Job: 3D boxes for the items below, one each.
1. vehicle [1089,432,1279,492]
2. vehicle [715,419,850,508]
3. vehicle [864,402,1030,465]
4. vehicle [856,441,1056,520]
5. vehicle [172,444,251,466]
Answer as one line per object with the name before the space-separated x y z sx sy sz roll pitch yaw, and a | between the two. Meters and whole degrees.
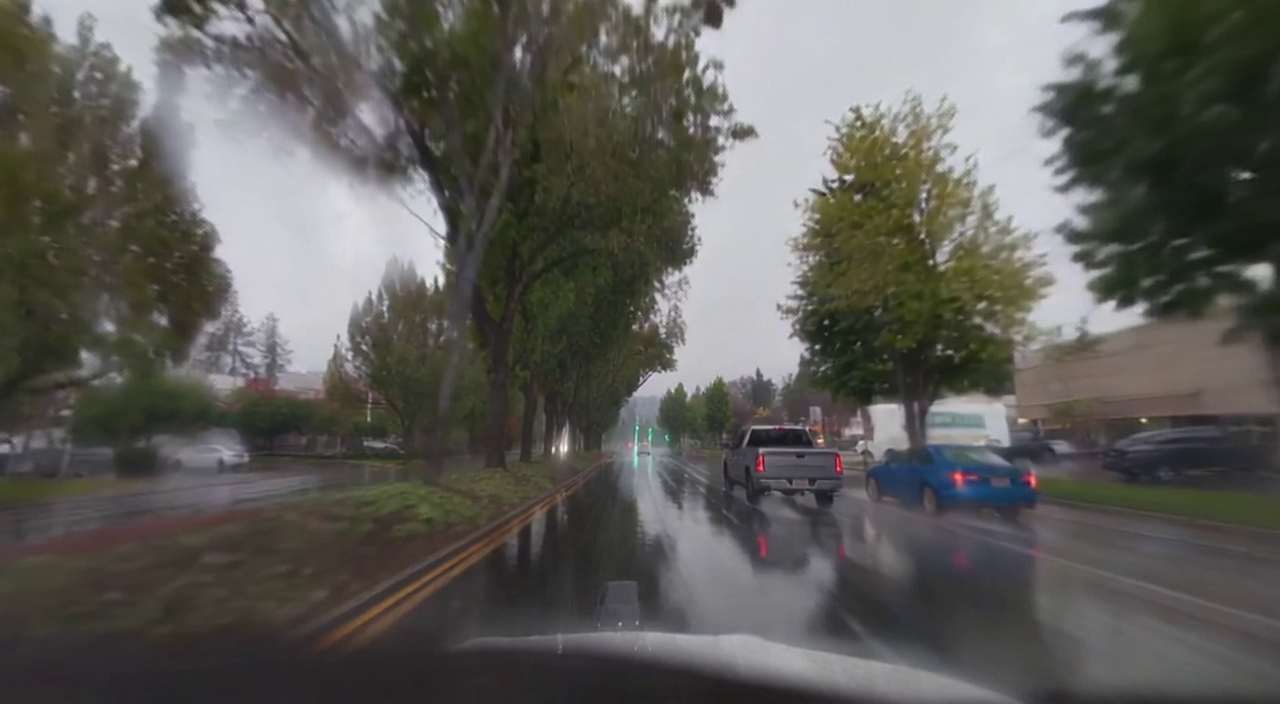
vehicle | 17.759 3.500 20.508 4.747 1.761 2.043 -3 -9 22
vehicle | 3.288 2.706 15.865 2.138 1.836 5.245 0 -8 -1
vehicle | 18.853 5.090 39.290 8.393 3.716 3.472 1 -8 -2
vehicle | 6.780 2.775 14.340 2.012 1.460 4.812 0 -8 -1
vehicle | -28.899 6.924 42.642 4.189 1.429 1.668 0 -8 4
